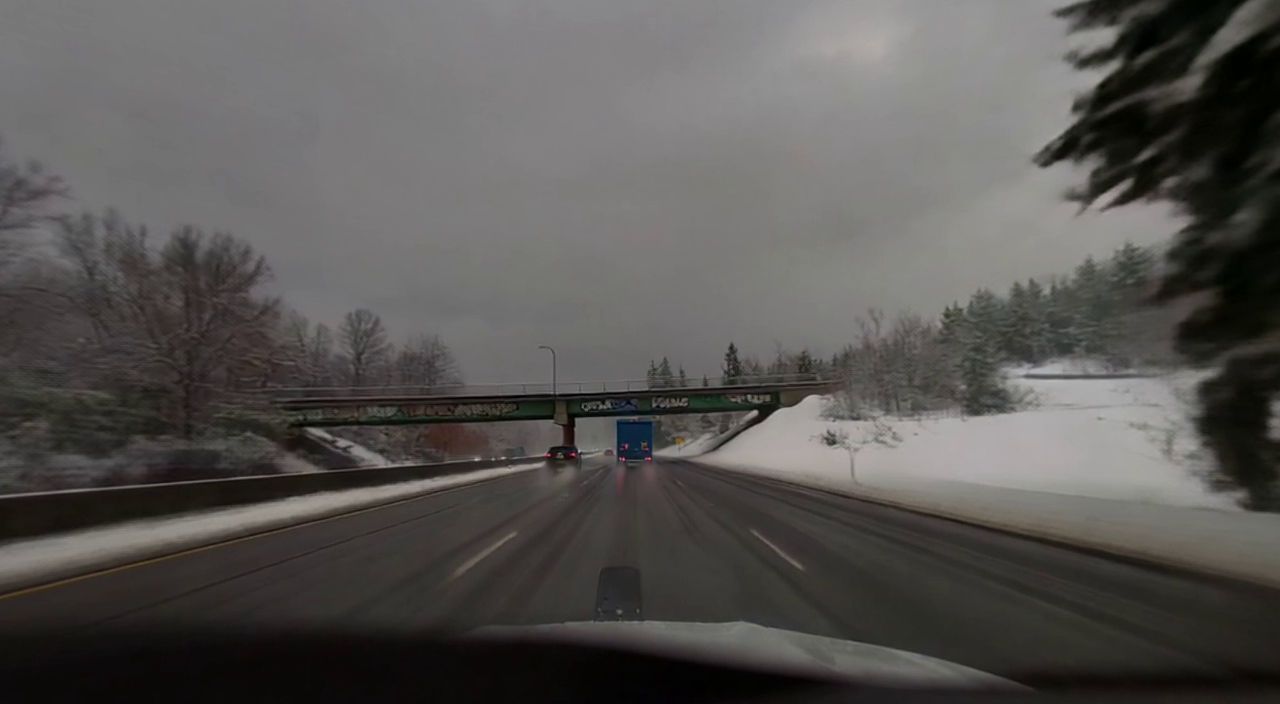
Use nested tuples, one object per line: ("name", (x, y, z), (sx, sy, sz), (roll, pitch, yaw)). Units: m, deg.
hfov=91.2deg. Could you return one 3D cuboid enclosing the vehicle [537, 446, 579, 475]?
("vehicle", (-4.507, 6.037, 35.088), (1.892, 1.529, 3.996), (0, -9, -1))
